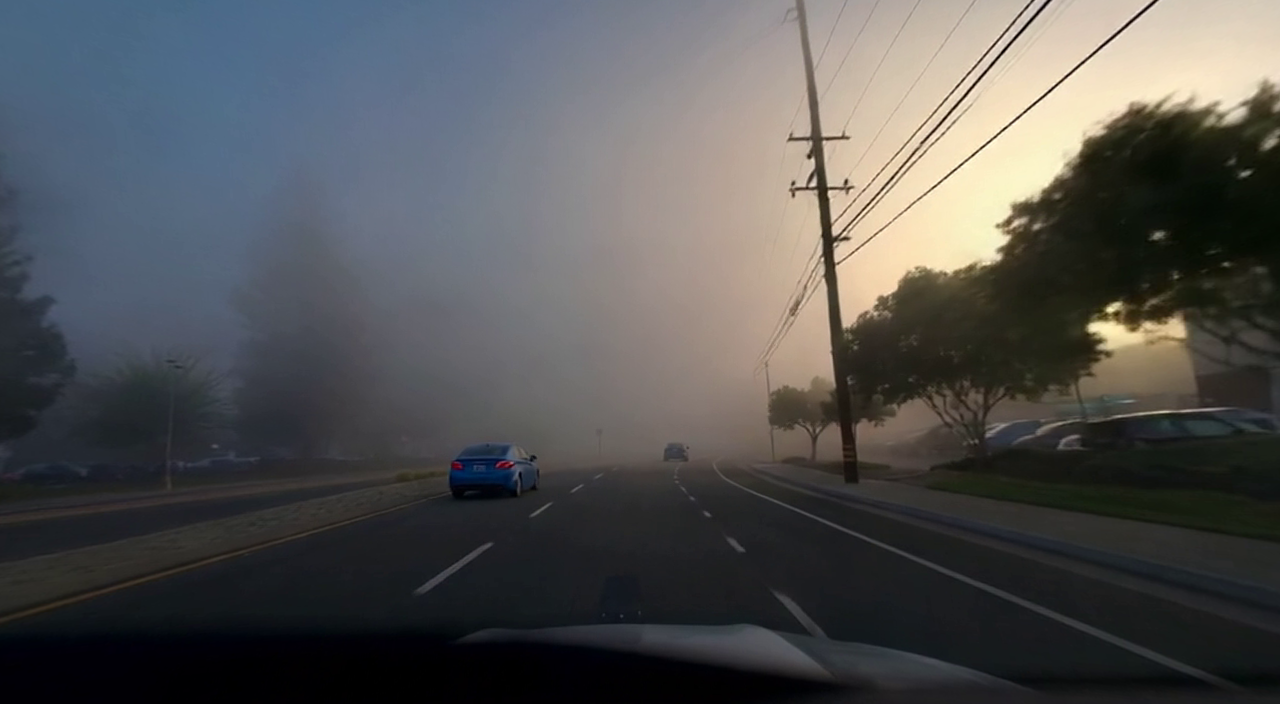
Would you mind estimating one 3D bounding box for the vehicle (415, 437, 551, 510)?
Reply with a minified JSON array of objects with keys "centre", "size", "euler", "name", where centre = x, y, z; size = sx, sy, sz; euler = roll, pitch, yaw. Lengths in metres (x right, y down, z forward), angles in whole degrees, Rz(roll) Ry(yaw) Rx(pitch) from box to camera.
[{"centre":[-3.587,2.860,15.418],"size":[1.928,1.488,4.635],"euler":[-1,-8,3],"name":"vehicle"}]
